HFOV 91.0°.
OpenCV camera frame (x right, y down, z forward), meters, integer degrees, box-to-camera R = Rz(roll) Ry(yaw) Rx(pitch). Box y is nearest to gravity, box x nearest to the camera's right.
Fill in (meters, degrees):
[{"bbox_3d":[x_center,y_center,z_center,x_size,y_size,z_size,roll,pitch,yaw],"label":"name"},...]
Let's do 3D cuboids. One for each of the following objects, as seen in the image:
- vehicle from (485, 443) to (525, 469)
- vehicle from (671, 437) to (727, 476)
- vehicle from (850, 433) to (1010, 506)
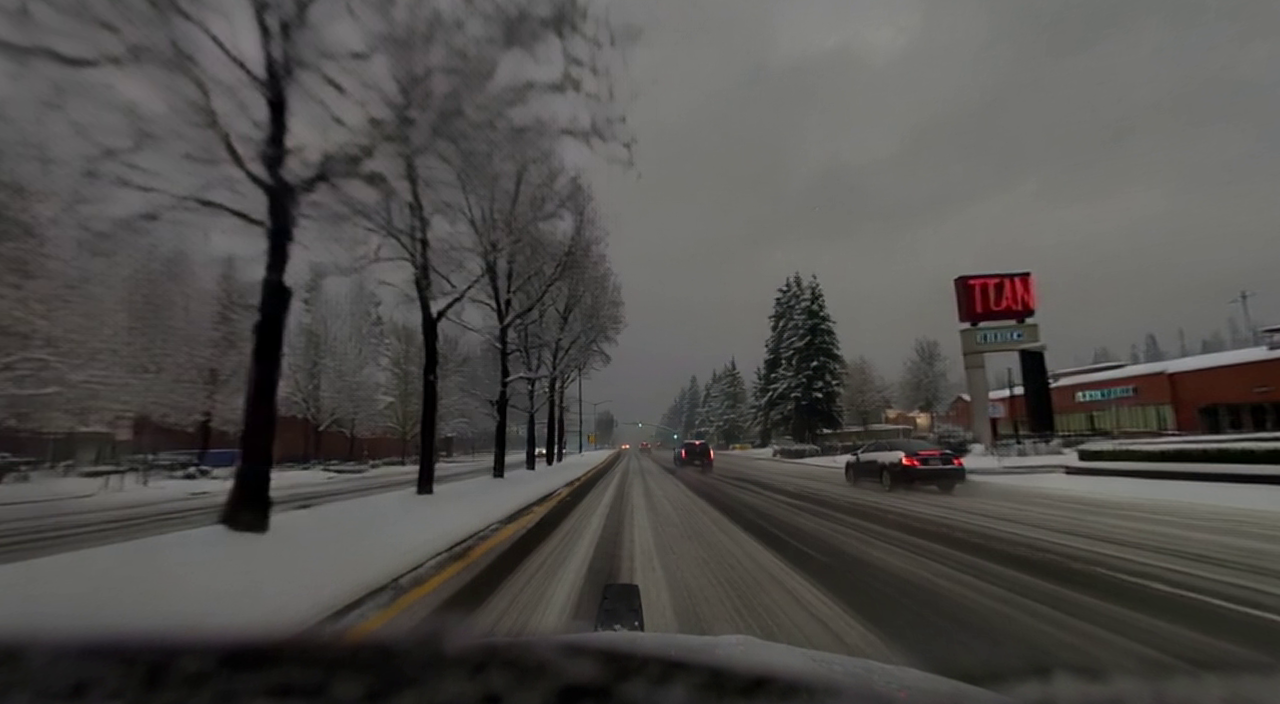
[{"bbox_3d":[-9.549,7.389,44.884,1.968,1.684,4.265,0,-9,-1],"label":"vehicle"},{"bbox_3d":[2.664,4.854,29.455,2.161,1.676,4.151,0,-9,-1],"label":"vehicle"},{"bbox_3d":[6.859,2.812,15.484,1.886,1.528,4.169,0,-9,-1],"label":"vehicle"}]
